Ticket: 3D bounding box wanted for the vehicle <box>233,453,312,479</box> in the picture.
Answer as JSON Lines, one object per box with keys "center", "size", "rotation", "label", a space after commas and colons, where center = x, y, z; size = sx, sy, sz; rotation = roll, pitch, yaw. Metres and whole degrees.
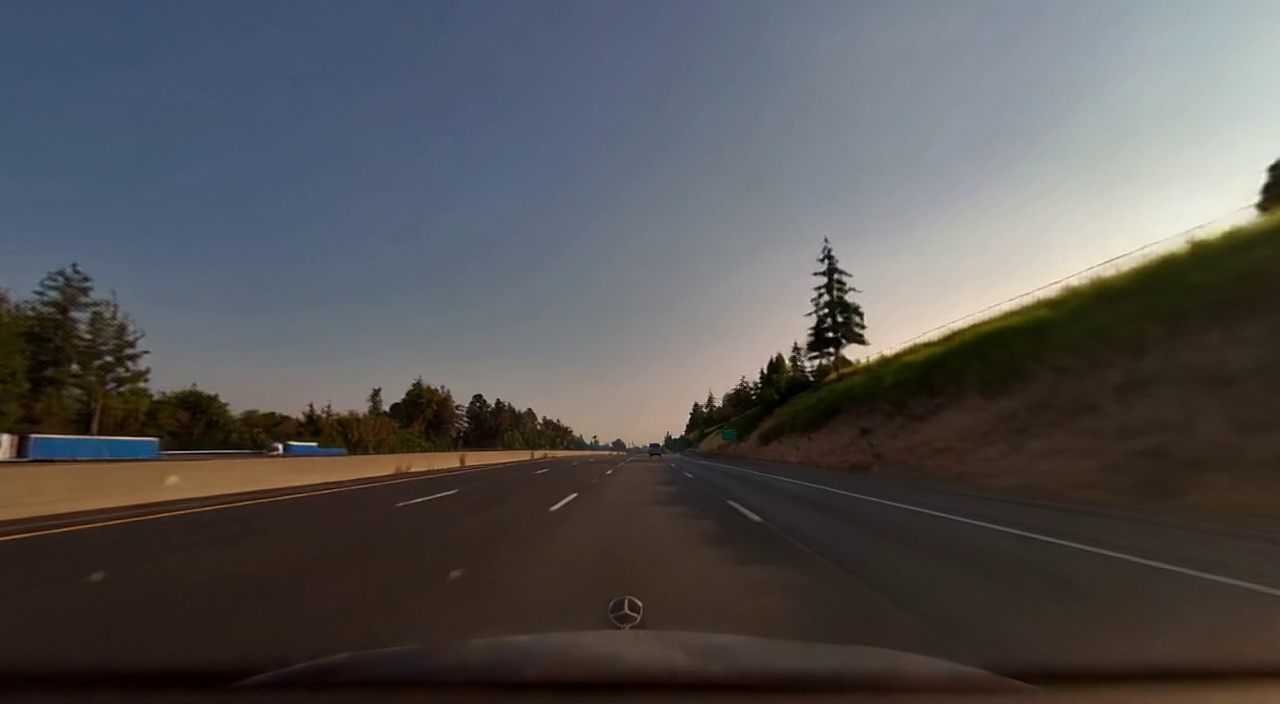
{"center": [-21.957, 6.821, 37.928], "size": [1.900, 1.475, 4.609], "rotation": [0, -9, 1], "label": "vehicle"}
